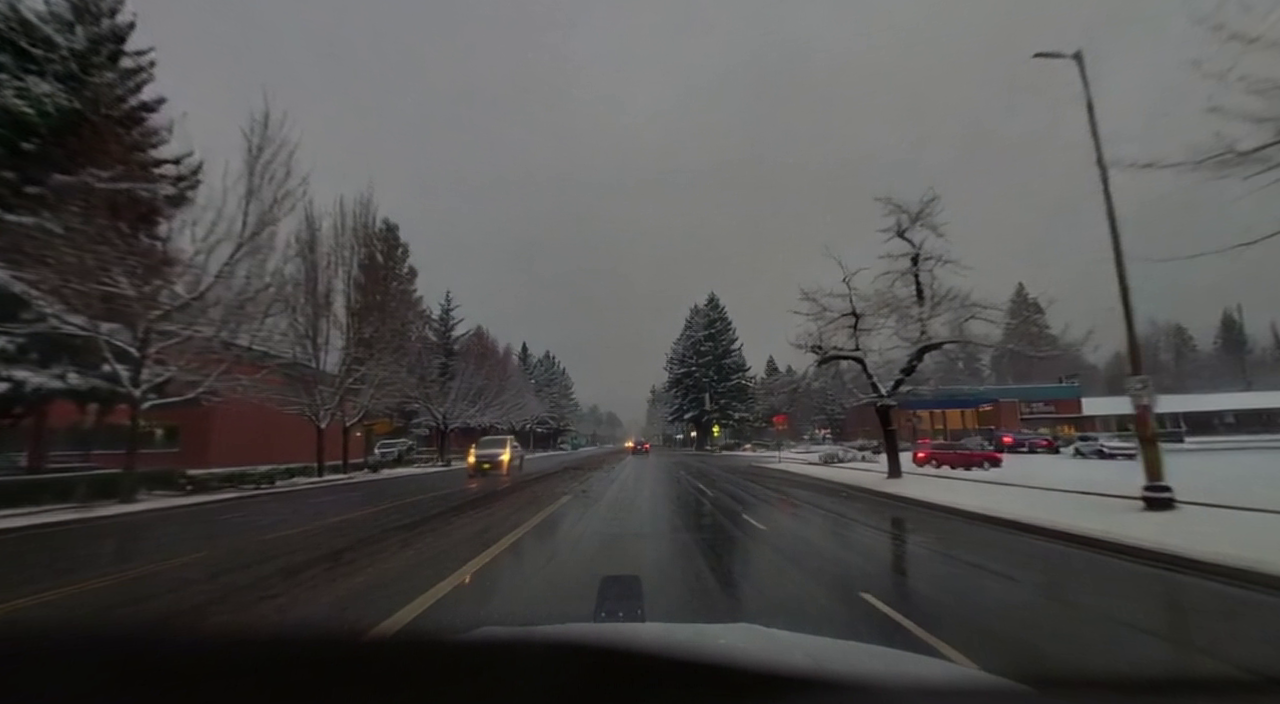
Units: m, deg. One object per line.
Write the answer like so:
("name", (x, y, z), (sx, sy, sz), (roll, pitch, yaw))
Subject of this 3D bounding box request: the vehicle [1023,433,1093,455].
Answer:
("vehicle", (28.892, 6.391, 43.882), (1.820, 1.463, 4.371), (0, -8, -1))

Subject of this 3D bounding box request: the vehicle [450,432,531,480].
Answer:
("vehicle", (-6.689, 4.718, 28.973), (2.437, 1.986, 5.135), (0, -8, 0))

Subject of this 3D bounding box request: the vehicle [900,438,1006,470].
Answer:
("vehicle", (16.187, 5.288, 32.869), (4.421, 1.412, 1.949), (-2, -8, -1))
